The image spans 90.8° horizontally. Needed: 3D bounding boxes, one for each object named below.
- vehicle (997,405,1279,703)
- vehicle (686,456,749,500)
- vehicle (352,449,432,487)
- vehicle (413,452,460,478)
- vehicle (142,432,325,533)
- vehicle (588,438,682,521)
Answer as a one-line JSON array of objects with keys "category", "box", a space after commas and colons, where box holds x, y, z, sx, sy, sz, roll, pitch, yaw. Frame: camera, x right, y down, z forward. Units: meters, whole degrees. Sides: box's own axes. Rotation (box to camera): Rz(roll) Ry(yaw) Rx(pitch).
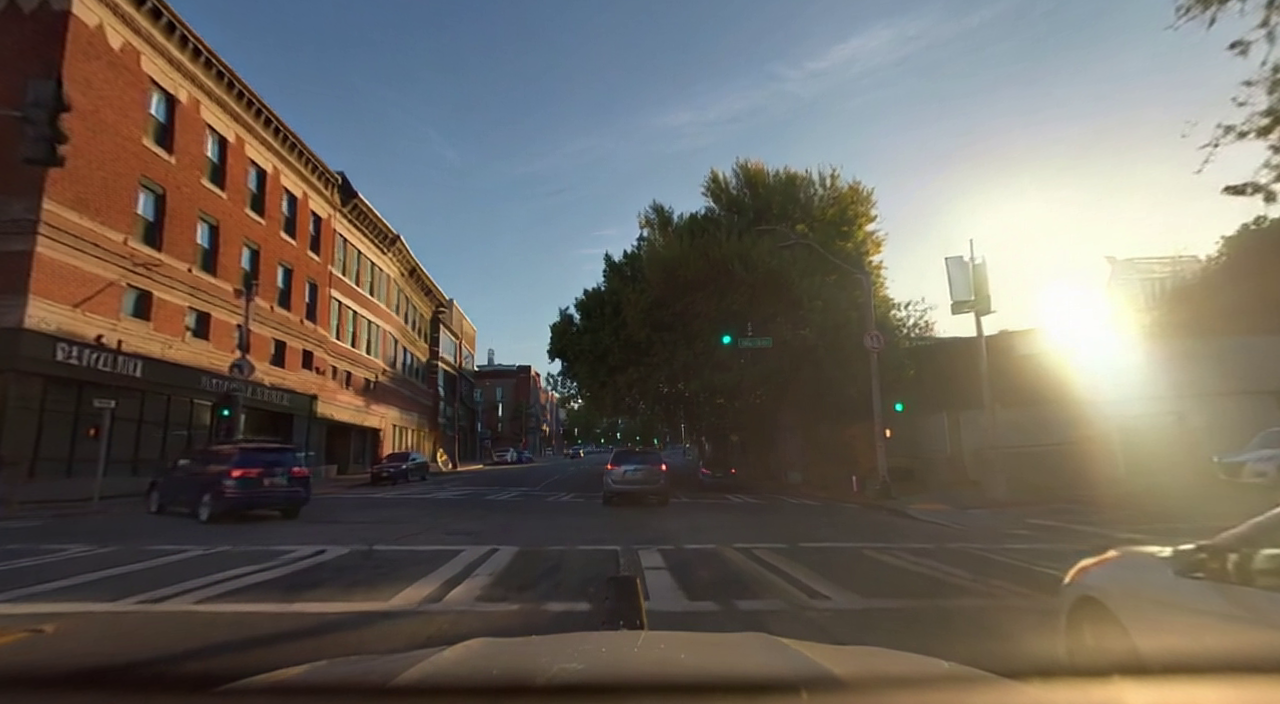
[{"category": "vehicle", "box": [3.226, 0.838, 1.488, 2.026, 1.499, 4.662, 0, -8, 0]}, {"category": "vehicle", "box": [2.884, 4.799, 24.390, 1.852, 1.462, 4.155, 0, -9, -1]}, {"category": "vehicle", "box": [-14.255, 6.669, 36.763, 2.191, 2.011, 5.556, 0, -8, 2]}, {"category": "vehicle", "box": [-14.273, 7.917, 44.594, 1.891, 1.659, 4.360, 0, -9, 0]}, {"category": "vehicle", "box": [-8.782, 2.671, 13.543, 4.244, 1.812, 1.855, -7, -11, 38]}, {"category": "vehicle", "box": [-0.168, 3.216, 16.583, 2.105, 1.842, 4.537, 0, -9, -1]}]
